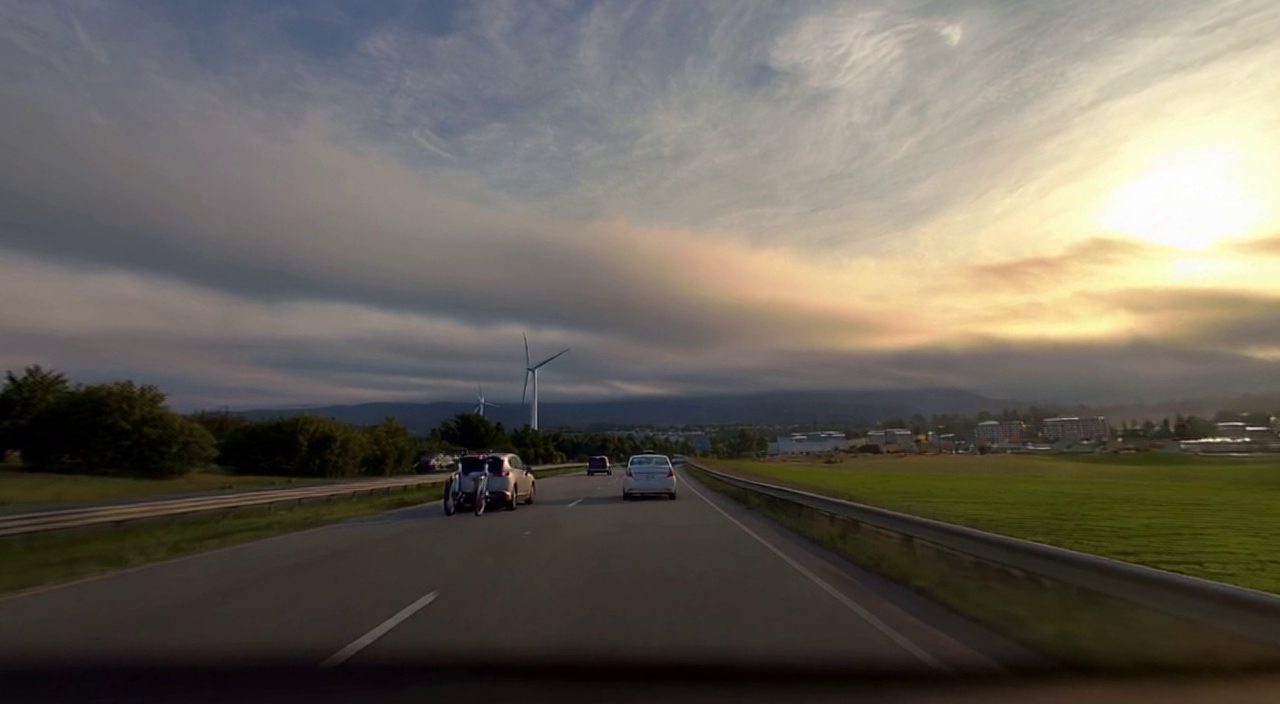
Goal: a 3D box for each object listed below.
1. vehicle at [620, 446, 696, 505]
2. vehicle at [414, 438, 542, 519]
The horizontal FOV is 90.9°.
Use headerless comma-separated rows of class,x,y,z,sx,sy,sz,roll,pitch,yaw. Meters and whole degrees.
vehicle,0.457,3.654,19.068,2.063,1.582,3.955,0,-9,-1
vehicle,-3.755,2.997,15.396,1.962,1.681,4.033,0,-9,1
